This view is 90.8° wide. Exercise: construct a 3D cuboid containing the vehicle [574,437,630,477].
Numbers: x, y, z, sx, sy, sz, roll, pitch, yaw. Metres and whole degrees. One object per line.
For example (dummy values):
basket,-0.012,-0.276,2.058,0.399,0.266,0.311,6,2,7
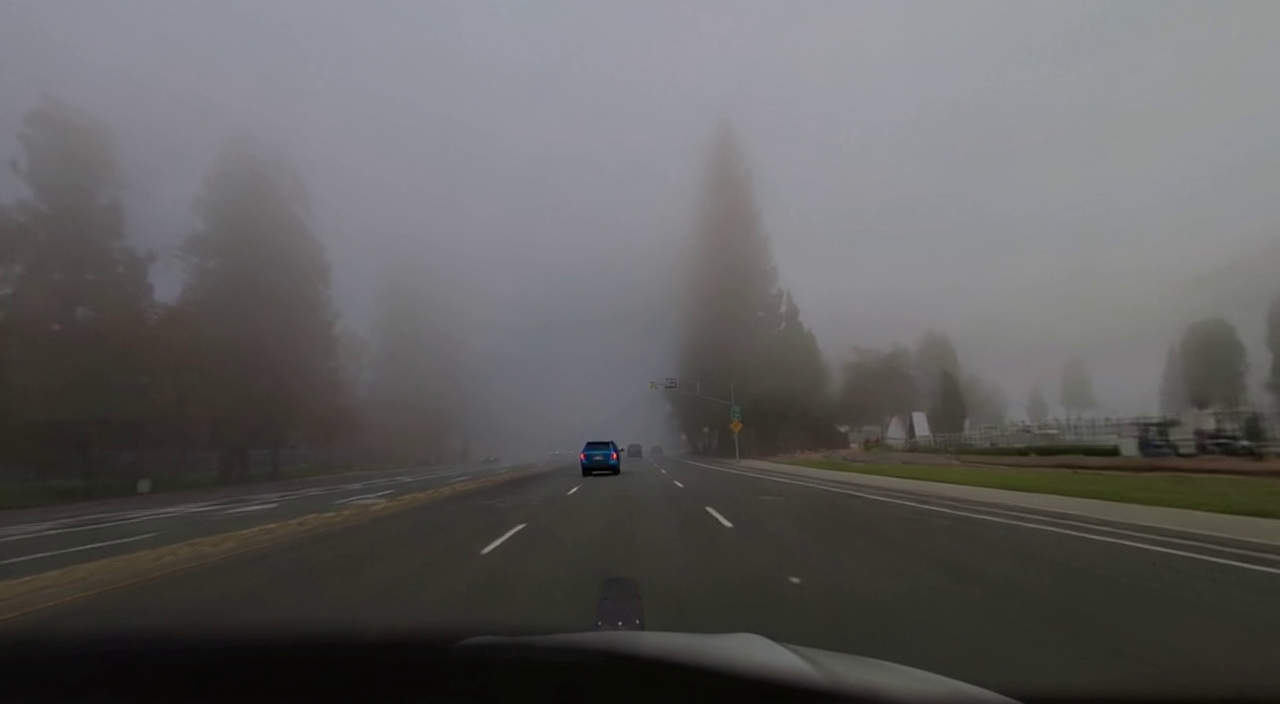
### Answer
vehicle,-1.670,4.810,29.179,2.174,1.703,4.231,0,-9,2
